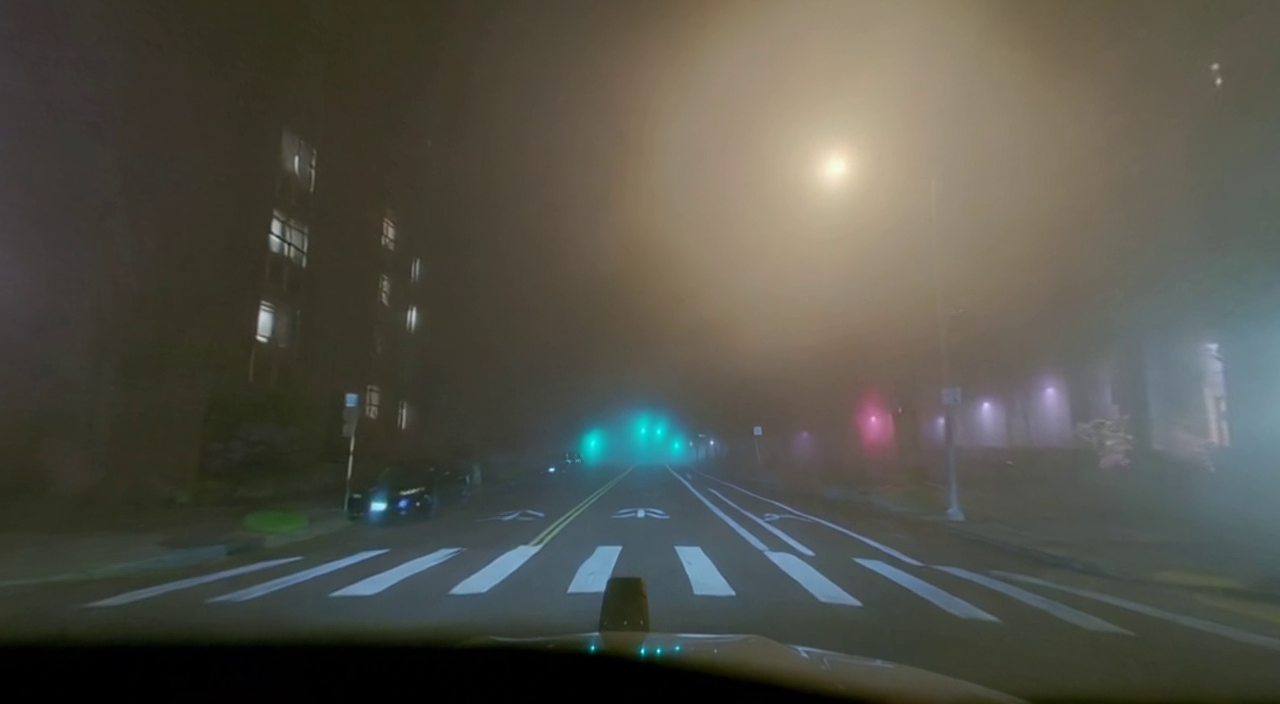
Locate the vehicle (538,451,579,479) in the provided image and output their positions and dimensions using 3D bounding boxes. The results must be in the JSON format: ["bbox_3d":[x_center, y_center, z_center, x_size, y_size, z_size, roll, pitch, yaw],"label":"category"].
[{"bbox_3d":[-5.513,7.708,43.259,2.147,1.701,4.879,-1,-8,1],"label":"vehicle"}]

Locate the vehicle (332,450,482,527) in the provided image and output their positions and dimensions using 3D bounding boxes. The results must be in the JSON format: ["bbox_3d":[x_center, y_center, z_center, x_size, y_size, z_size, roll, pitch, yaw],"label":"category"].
[{"bbox_3d":[-5.848,3.457,16.596,2.223,1.658,4.621,0,-9,0],"label":"vehicle"}]
